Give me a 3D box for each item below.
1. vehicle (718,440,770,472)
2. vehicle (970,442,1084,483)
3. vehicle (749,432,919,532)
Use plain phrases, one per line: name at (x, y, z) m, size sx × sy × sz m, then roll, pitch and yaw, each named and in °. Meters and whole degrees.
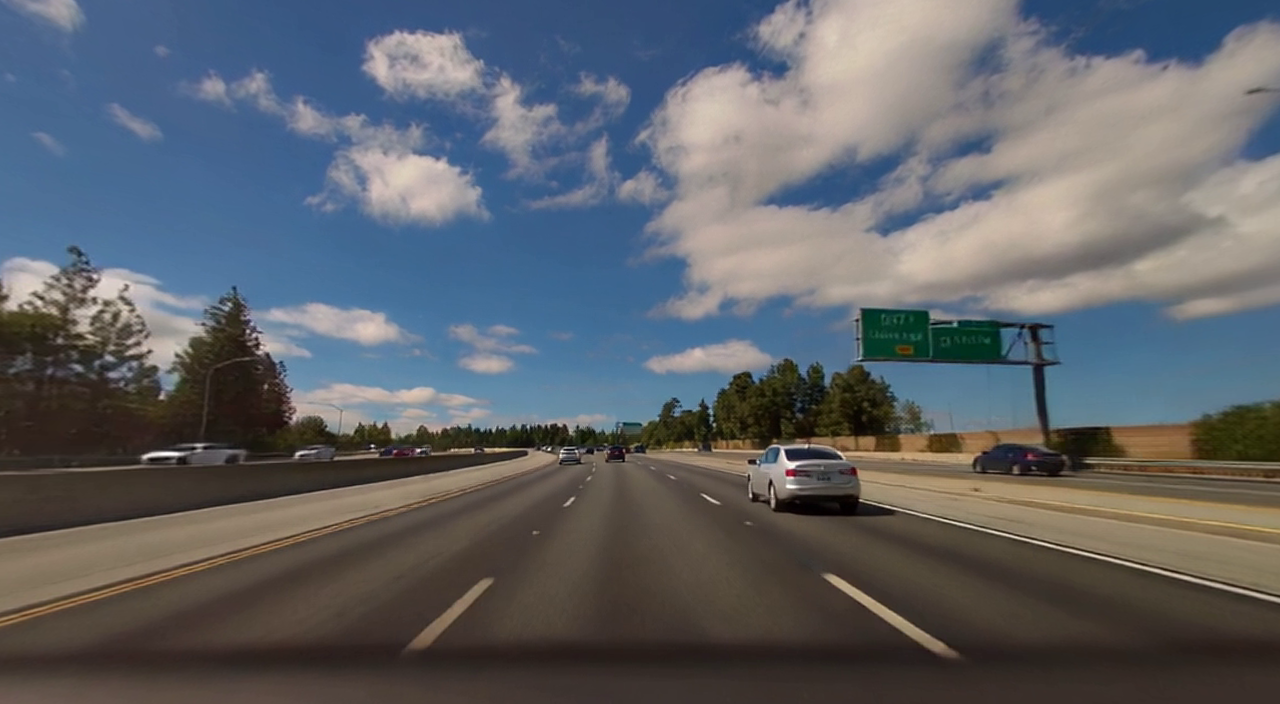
vehicle at (6.224, 6.287, 38.378) m, size 2.167 × 1.793 × 4.683 m, roll 0°, pitch -9°, yaw -3°
vehicle at (15.454, 4.423, 25.491) m, size 1.878 × 1.486 × 4.636 m, roll -1°, pitch -9°, yaw 4°
vehicle at (3.411, 2.360, 11.942) m, size 1.975 × 1.562 × 3.823 m, roll 0°, pitch -9°, yaw 0°
